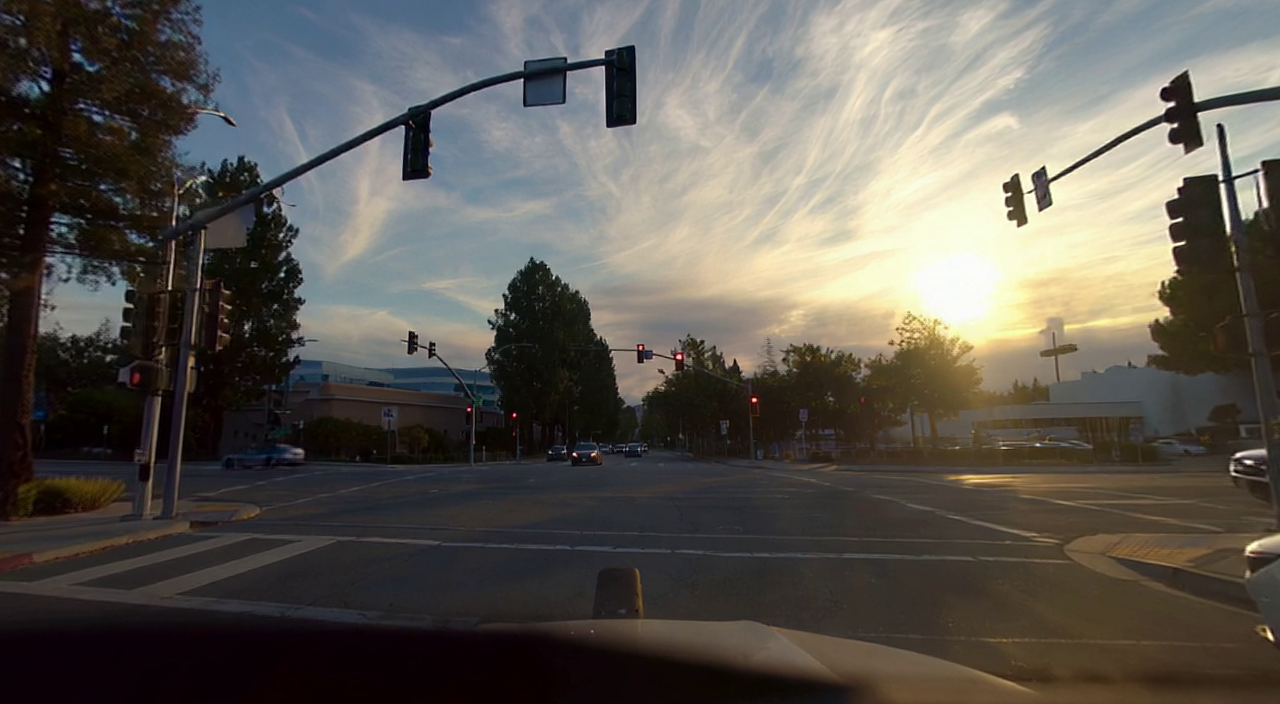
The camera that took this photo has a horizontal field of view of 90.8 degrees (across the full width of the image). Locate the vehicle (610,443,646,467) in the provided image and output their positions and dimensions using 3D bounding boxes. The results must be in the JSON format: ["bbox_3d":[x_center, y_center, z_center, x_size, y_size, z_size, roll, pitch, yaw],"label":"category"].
[{"bbox_3d":[-0.873,6.851,42.135,2.056,1.492,3.937,1,-9,-6],"label":"vehicle"}]

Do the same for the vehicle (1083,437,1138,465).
[{"bbox_3d":[26.961,5.655,36.145,2.092,1.474,4.046,-8,-11,41],"label":"vehicle"}]

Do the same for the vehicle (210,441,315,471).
[{"bbox_3d":[-19.826,5.479,33.247,4.588,1.484,2.000,-3,-9,14],"label":"vehicle"}]

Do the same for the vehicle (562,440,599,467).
[{"bbox_3d":[-4.116,7.103,44.267,2.251,1.756,4.610,0,-9,-2],"label":"vehicle"}]
